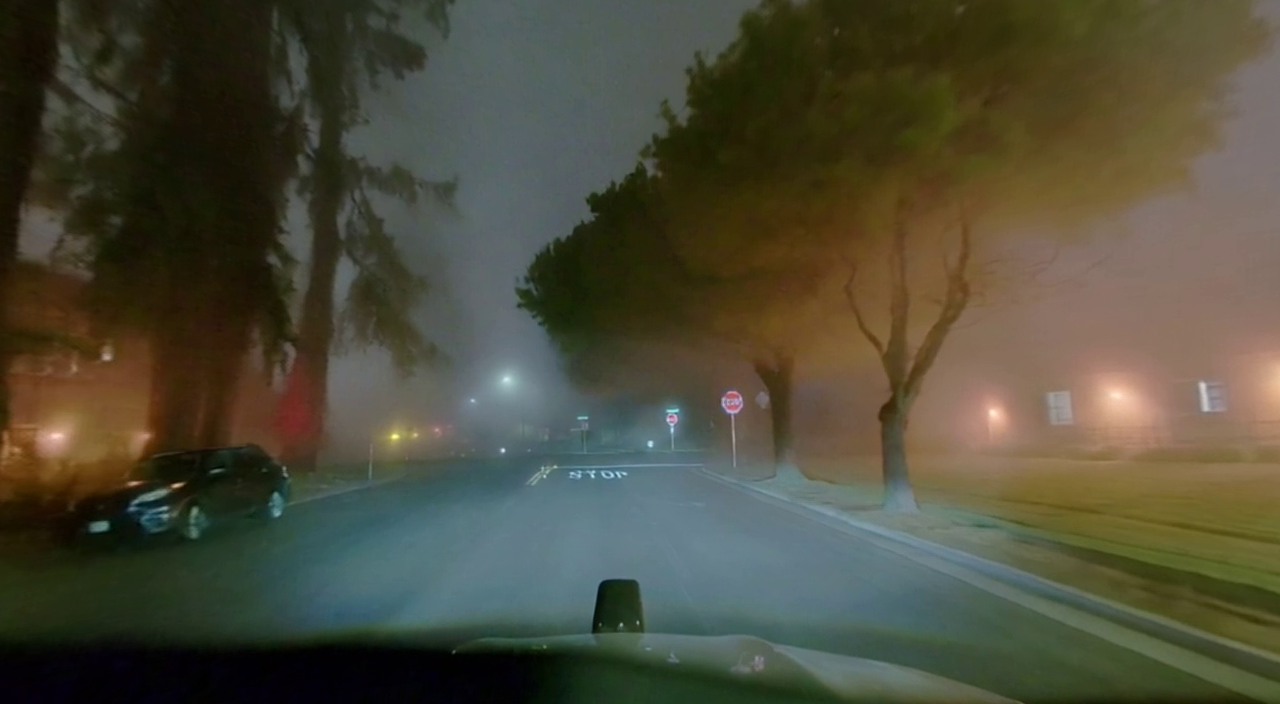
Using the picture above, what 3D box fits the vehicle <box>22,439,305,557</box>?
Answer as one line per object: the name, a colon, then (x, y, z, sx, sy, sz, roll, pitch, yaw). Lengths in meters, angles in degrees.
vehicle: (-7.989, 2.404, 11.282, 1.994, 1.656, 4.334, 1, -8, -6)
